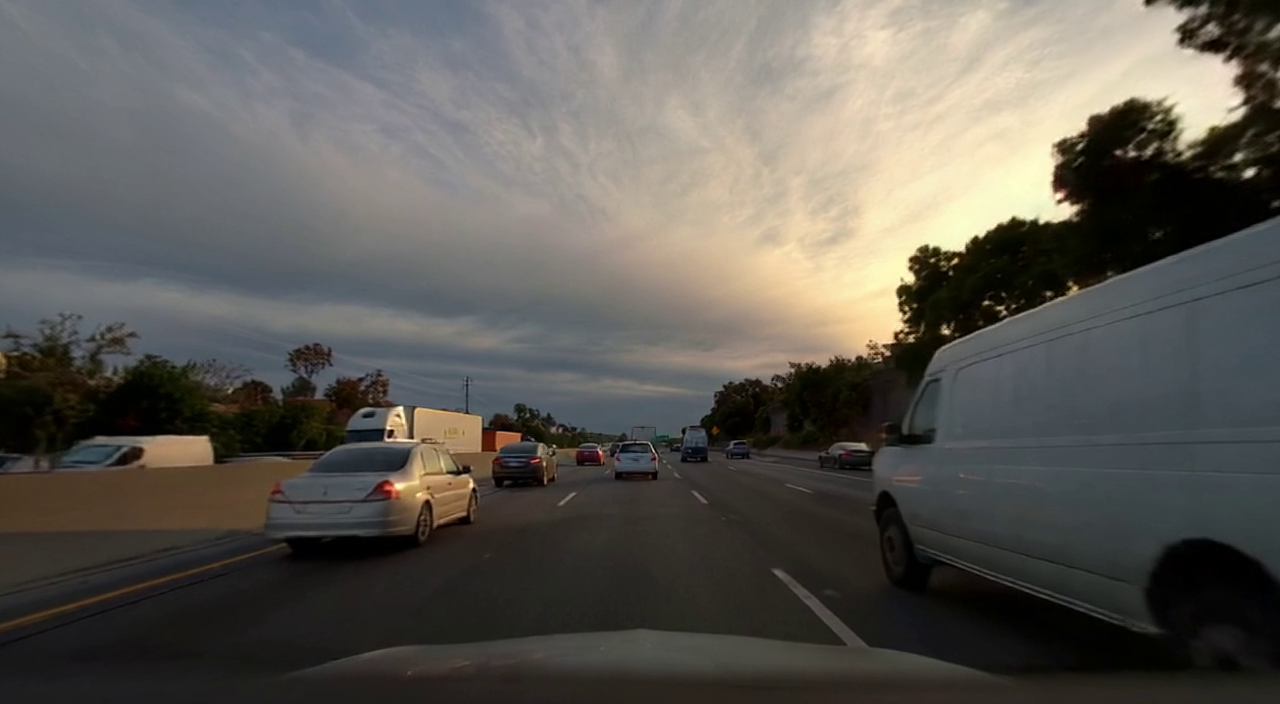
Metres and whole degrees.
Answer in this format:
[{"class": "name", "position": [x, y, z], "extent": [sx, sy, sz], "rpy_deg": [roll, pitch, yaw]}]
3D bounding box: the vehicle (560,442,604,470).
[{"class": "vehicle", "position": [-3.278, 5.980, 36.278], "extent": [2.062, 1.459, 4.365], "rpy_deg": [0, -9, 1]}]

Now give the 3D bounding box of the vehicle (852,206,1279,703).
[{"class": "vehicle", "position": [3.360, 0.757, 3.336], "extent": [2.460, 2.086, 5.576], "rpy_deg": [0, -9, 0]}]

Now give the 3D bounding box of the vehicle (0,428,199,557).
[{"class": "vehicle", "position": [-8.796, 1.863, 8.653], "extent": [2.125, 1.542, 4.595], "rpy_deg": [0, -9, 0]}]

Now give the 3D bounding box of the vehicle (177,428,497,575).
[{"class": "vehicle", "position": [-3.587, 1.870, 8.696], "extent": [2.098, 1.463, 4.578], "rpy_deg": [0, -9, 1]}]

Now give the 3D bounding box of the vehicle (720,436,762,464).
[{"class": "vehicle", "position": [6.632, 6.493, 41.757], "extent": [1.992, 1.745, 4.329], "rpy_deg": [0, -9, -1]}]

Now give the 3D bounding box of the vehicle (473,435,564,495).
[{"class": "vehicle", "position": [-3.583, 3.417, 19.379], "extent": [1.956, 1.602, 4.258], "rpy_deg": [0, -9, 0]}]

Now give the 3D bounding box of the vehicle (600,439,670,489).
[{"class": "vehicle", "position": [-0.152, 3.604, 20.567], "extent": [2.053, 1.461, 3.941], "rpy_deg": [0, -9, 0]}]
